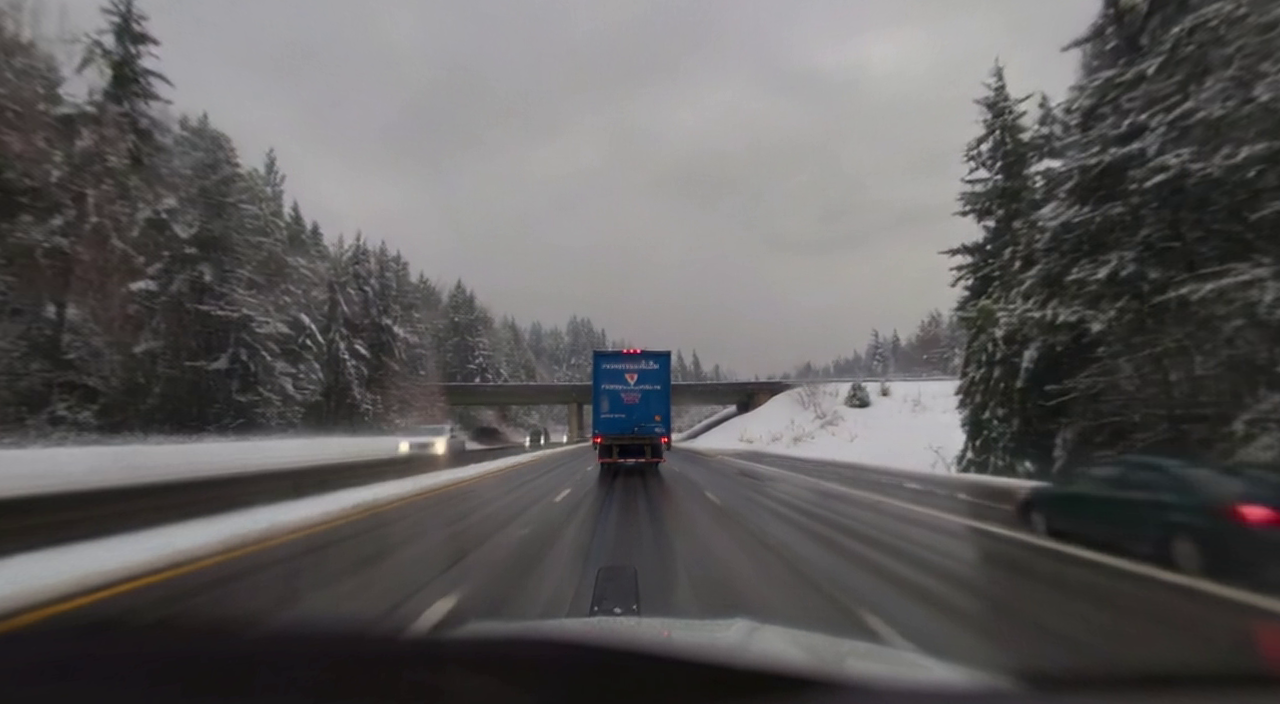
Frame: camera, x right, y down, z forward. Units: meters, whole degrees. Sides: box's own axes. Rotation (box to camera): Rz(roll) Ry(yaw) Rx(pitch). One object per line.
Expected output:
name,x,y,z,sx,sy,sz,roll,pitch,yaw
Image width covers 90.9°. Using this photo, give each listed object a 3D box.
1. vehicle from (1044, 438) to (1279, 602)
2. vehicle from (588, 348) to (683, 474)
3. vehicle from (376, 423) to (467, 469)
vehicle,7.714,2.039,8.210,2.050,1.637,4.397,3,-7,1
vehicle,-0.393,2.452,24.443,2.895,3.861,10.213,0,-8,-3
vehicle,-8.437,3.671,24.751,2.081,1.613,4.273,0,-8,0
